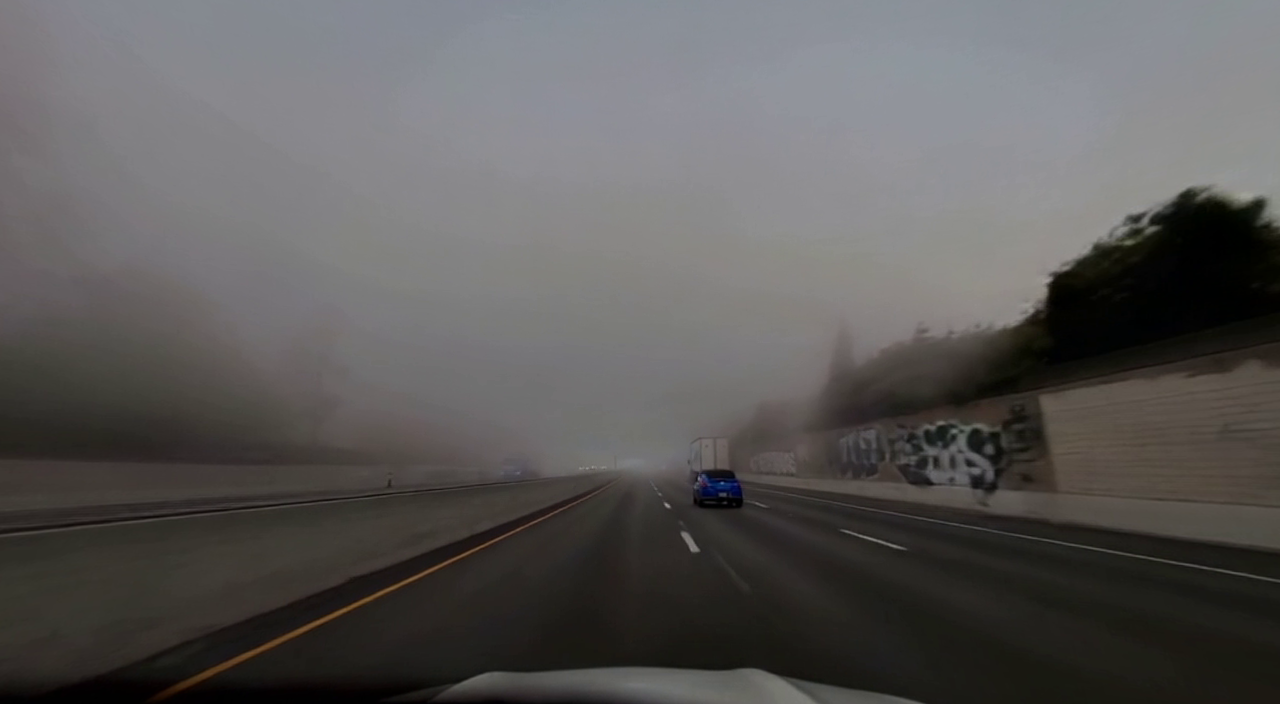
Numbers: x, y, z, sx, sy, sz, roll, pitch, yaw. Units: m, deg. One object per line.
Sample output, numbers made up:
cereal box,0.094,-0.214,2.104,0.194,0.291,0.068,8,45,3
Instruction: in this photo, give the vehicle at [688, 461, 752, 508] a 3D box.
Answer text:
vehicle,2.980,5.020,24.145,2.011,1.574,3.512,2,-10,0
